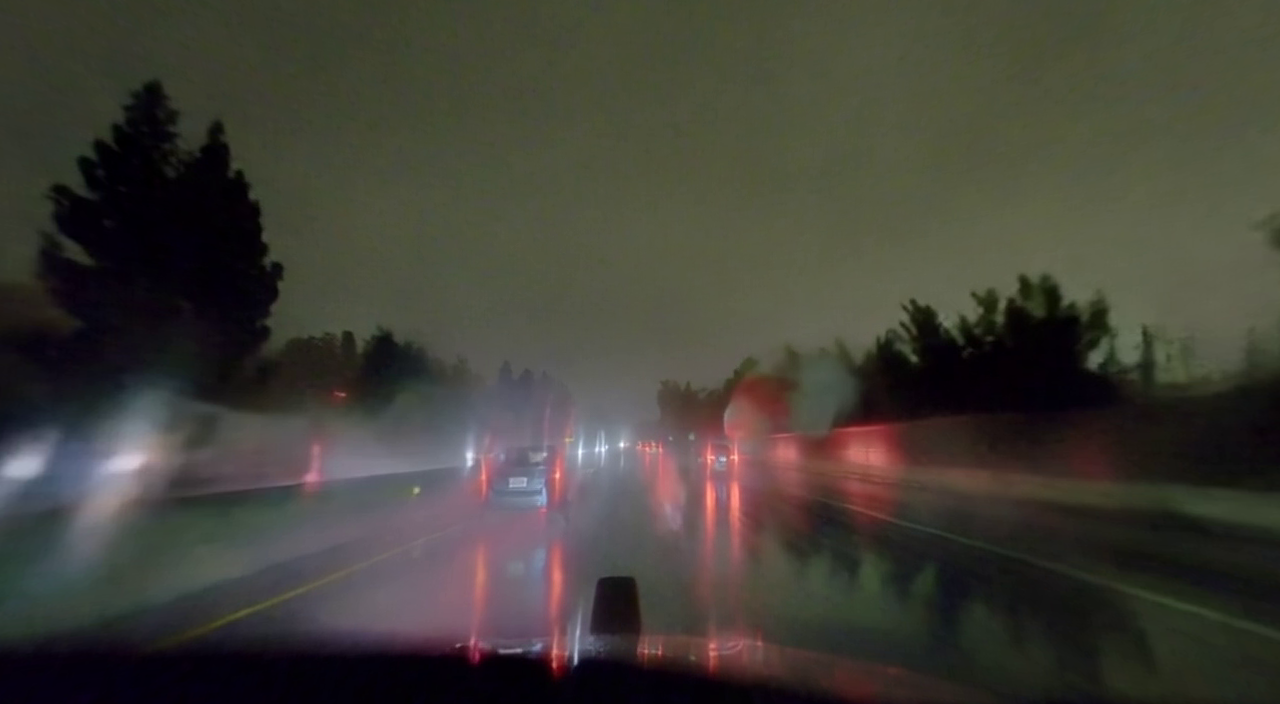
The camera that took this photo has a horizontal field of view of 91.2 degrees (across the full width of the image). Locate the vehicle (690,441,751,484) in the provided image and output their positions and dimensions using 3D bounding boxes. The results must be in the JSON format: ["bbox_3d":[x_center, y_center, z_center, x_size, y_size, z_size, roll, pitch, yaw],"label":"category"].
[{"bbox_3d":[3.057,4.292,24.573,1.910,1.554,3.718,0,-9,0],"label":"vehicle"}]

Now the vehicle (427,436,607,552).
[{"bbox_3d":[-1.704,2.170,10.260,2.013,1.479,4.169,-1,-9,1],"label":"vehicle"}]

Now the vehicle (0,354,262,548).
[{"bbox_3d":[-10.013,1.733,11.002,2.353,2.659,6.887,0,-9,1],"label":"vehicle"}]
